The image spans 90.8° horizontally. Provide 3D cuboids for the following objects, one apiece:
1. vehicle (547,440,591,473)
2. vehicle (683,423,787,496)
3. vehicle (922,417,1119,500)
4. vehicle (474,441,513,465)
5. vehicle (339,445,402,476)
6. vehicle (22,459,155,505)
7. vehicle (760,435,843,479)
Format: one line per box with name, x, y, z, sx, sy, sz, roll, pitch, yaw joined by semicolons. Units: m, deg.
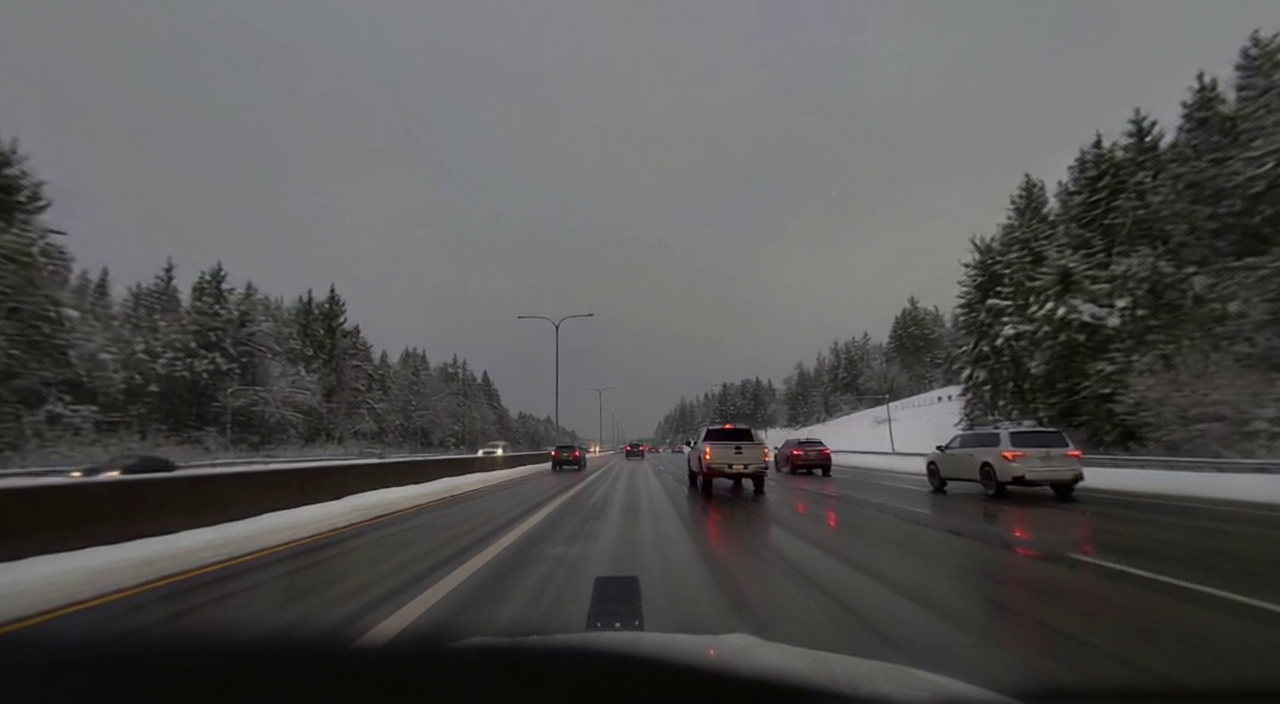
vehicle;-3.883;5.781;35.144;1.992;1.651;4.185;0;-9;0
vehicle;2.636;3.208;19.197;2.200;1.870;5.649;0;-9;-1
vehicle;9.907;2.829;17.115;2.046;1.873;5.131;0;-9;-1
vehicle;-9.008;6.248;39.072;1.669;1.420;3.479;-1;-9;-1
vehicle;-12.273;4.937;28.952;1.428;1.305;3.191;0;-8;0
vehicle;-18.745;4.396;21.664;1.529;1.344;3.314;0;-9;-1
vehicle;6.534;4.317;26.198;2.105;1.655;4.652;0;-9;-1
